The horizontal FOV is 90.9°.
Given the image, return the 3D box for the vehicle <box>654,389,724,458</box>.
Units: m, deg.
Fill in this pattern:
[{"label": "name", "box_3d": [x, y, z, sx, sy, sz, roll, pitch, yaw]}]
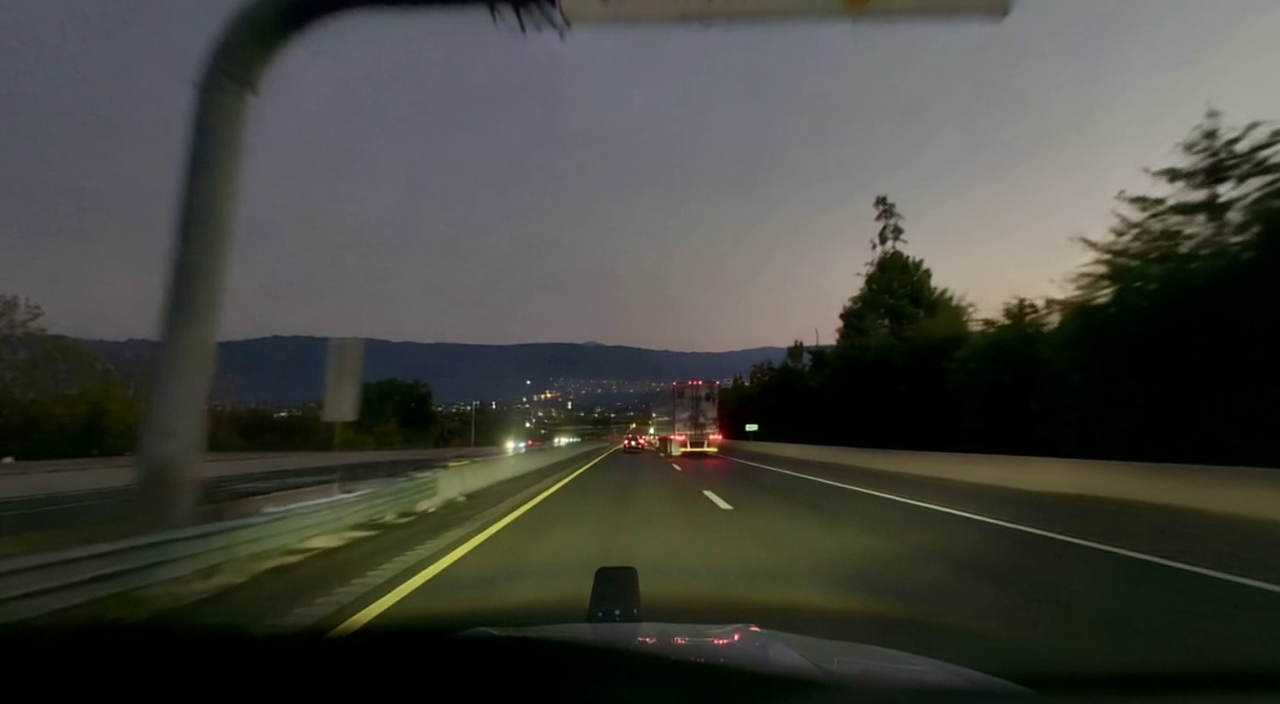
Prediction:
[{"label": "vehicle", "box_3d": [3.055, 5.237, 44.949, 3.376, 4.017, 16.232, 0, -8, -1]}]
